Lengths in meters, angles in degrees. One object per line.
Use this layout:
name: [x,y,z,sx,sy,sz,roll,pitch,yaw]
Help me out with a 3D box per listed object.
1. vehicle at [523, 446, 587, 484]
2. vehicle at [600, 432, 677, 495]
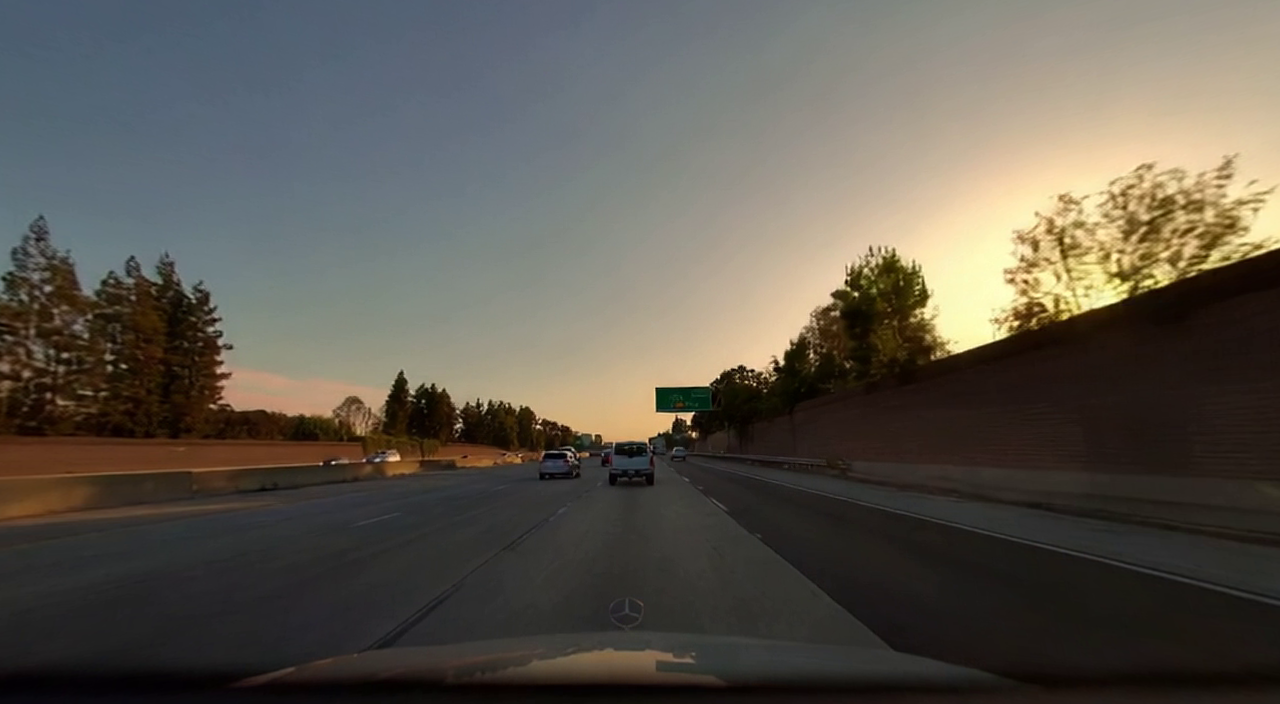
vehicle: [-3.442,4.647,26.298,1.967,1.442,4.143,0,-9,2]
vehicle: [-0.017,3.535,20.350,2.233,1.804,4.273,0,-9,1]
